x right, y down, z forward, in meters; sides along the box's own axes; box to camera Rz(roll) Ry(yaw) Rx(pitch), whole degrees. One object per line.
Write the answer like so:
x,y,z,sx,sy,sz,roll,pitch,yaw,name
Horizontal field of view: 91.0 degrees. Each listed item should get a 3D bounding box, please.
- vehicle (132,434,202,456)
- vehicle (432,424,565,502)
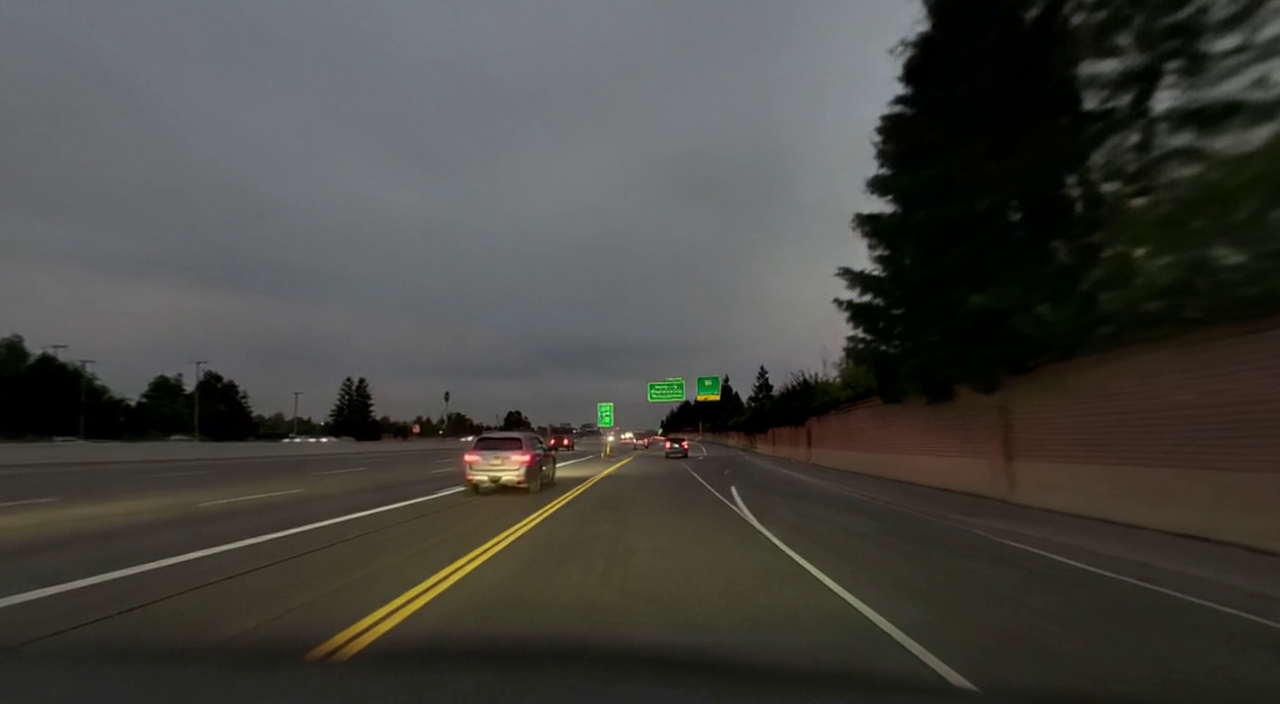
-35.997,7.118,48.064,1.806,1.532,4.195,2,-9,4,vehicle
-3.400,2.794,16.257,2.151,1.707,4.759,0,-9,2,vehicle
